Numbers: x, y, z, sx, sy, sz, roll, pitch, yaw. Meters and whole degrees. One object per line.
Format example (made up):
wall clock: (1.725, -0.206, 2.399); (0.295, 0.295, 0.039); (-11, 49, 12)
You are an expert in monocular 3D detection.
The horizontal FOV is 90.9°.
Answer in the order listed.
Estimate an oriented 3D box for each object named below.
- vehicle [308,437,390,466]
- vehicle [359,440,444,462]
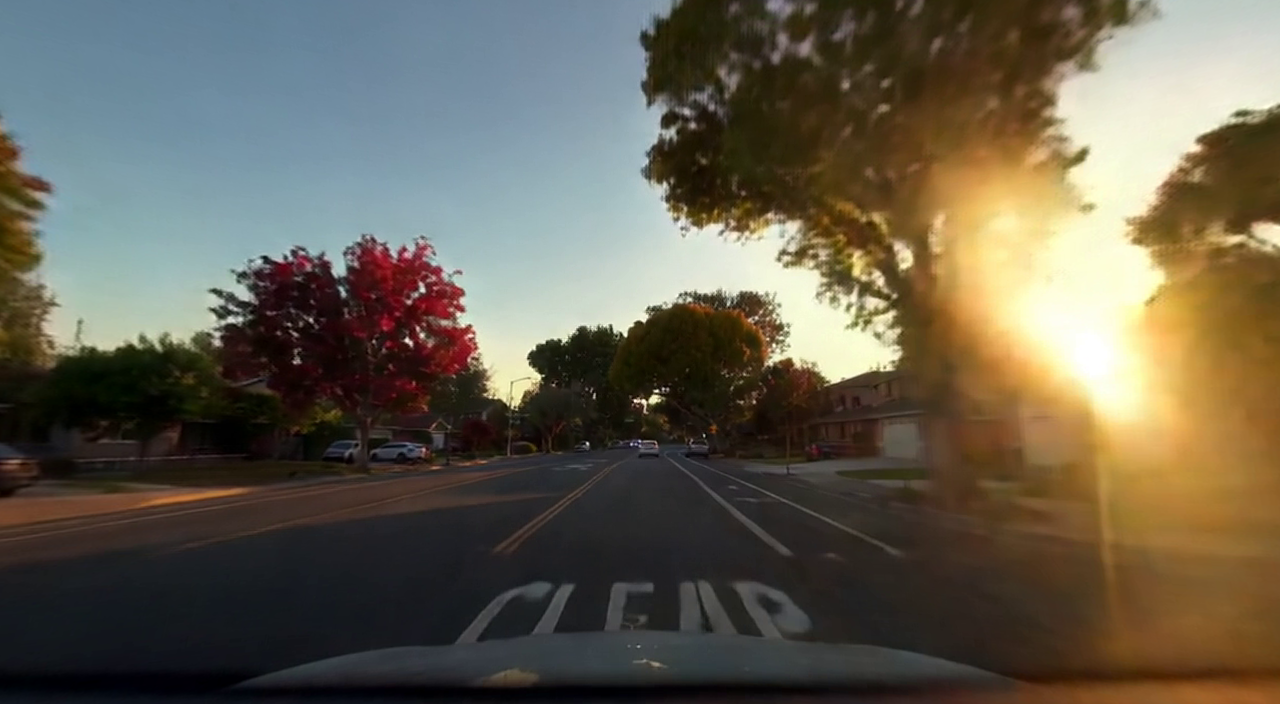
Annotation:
vehicle: (-18.799, 6.422, 40.776); (4.372, 1.745, 2.017); (6, -10, -35)
vehicle: (-17.903, 7.434, 47.446); (5.419, 1.649, 2.396); (0, -8, 1)
